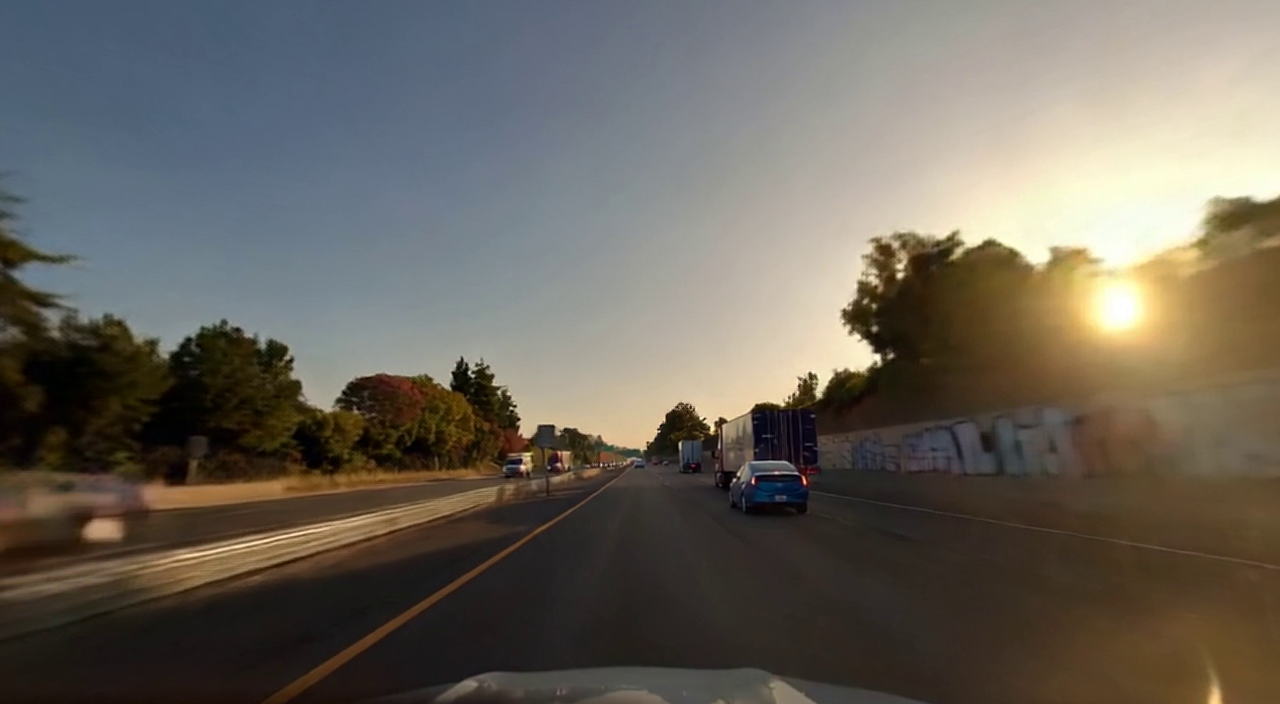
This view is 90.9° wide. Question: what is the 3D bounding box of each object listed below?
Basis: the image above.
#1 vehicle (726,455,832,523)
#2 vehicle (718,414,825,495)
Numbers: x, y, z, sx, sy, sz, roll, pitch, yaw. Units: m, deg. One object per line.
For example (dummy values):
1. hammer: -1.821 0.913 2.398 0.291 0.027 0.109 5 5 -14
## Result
1. vehicle: 3.568 3.619 16.911 2.011 1.574 3.512 1 -11 0
2. vehicle: 7.663 6.686 40.325 3.298 4.017 16.824 1 -10 0
